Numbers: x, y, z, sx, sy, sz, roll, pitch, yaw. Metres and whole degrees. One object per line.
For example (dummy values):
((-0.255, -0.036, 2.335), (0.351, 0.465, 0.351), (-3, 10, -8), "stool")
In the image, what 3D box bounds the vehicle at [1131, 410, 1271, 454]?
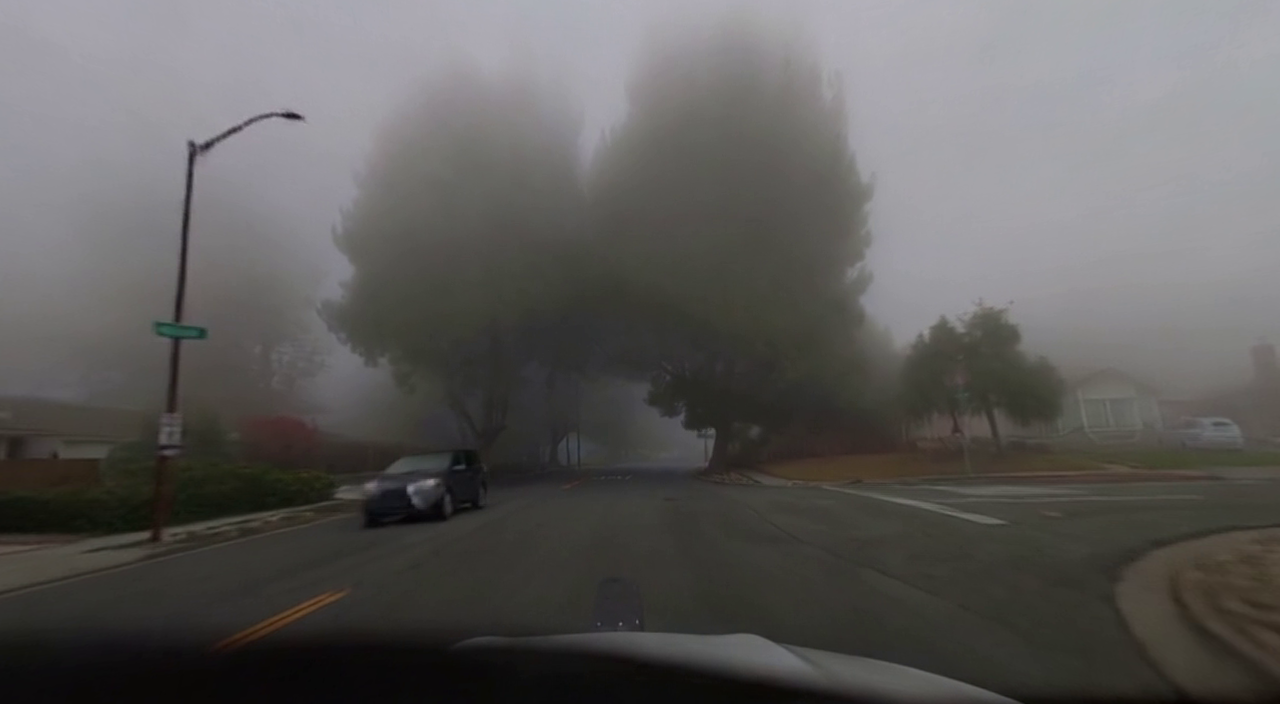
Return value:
((22.844, 3.342, 26.000), (1.875, 1.609, 4.322), (-1, -9, 3), "vehicle")

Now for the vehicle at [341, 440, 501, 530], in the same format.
((-4.615, 2.839, 14.098), (2.025, 1.660, 4.151), (-1, -9, 1), "vehicle")
